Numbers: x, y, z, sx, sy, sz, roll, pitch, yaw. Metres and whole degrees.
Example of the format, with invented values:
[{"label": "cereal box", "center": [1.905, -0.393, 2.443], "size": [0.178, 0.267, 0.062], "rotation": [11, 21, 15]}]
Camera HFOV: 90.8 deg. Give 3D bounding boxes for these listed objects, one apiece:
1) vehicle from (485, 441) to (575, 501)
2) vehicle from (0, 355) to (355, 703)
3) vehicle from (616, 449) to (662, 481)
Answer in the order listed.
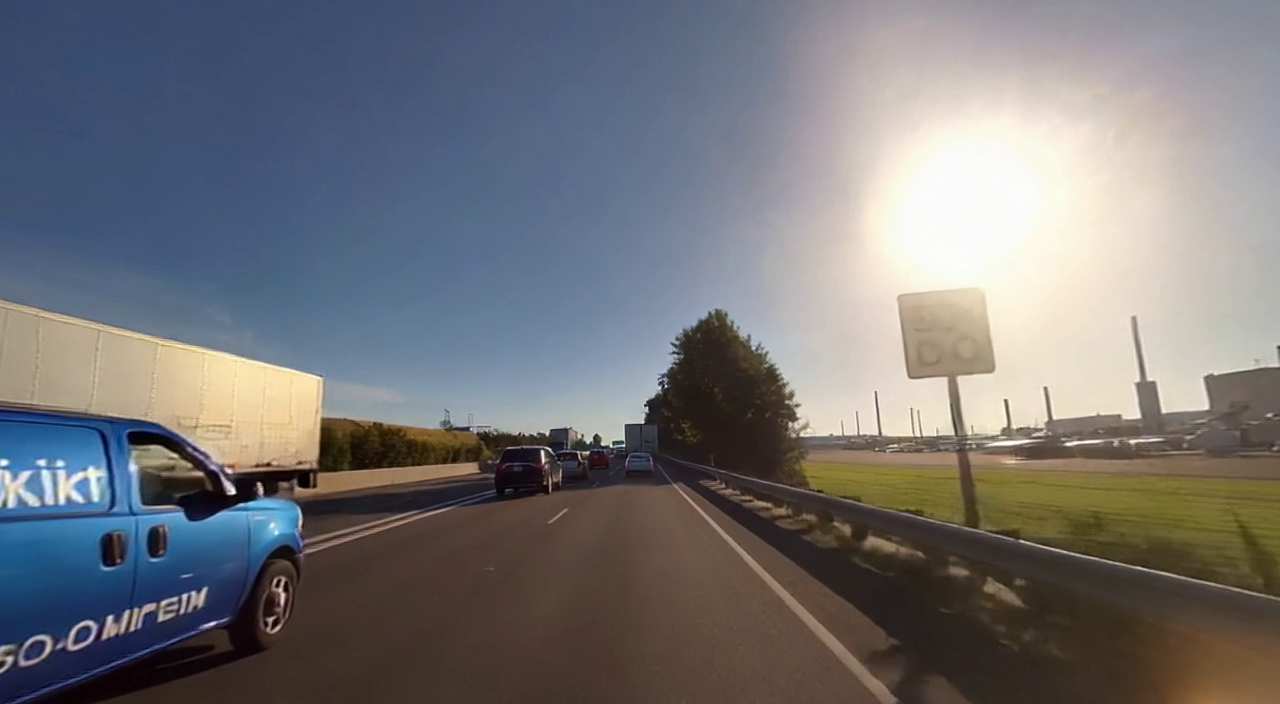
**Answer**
[{"label": "vehicle", "center": [-3.189, 3.522, 19.116], "size": [1.937, 1.600, 4.141], "rotation": [0, -9, 0]}, {"label": "vehicle", "center": [-3.259, 0.923, 2.511], "size": [2.117, 1.688, 4.582], "rotation": [0, -9, 0]}, {"label": "vehicle", "center": [-0.058, 5.378, 30.306], "size": [2.095, 1.393, 3.908], "rotation": [0, -9, 0]}]
